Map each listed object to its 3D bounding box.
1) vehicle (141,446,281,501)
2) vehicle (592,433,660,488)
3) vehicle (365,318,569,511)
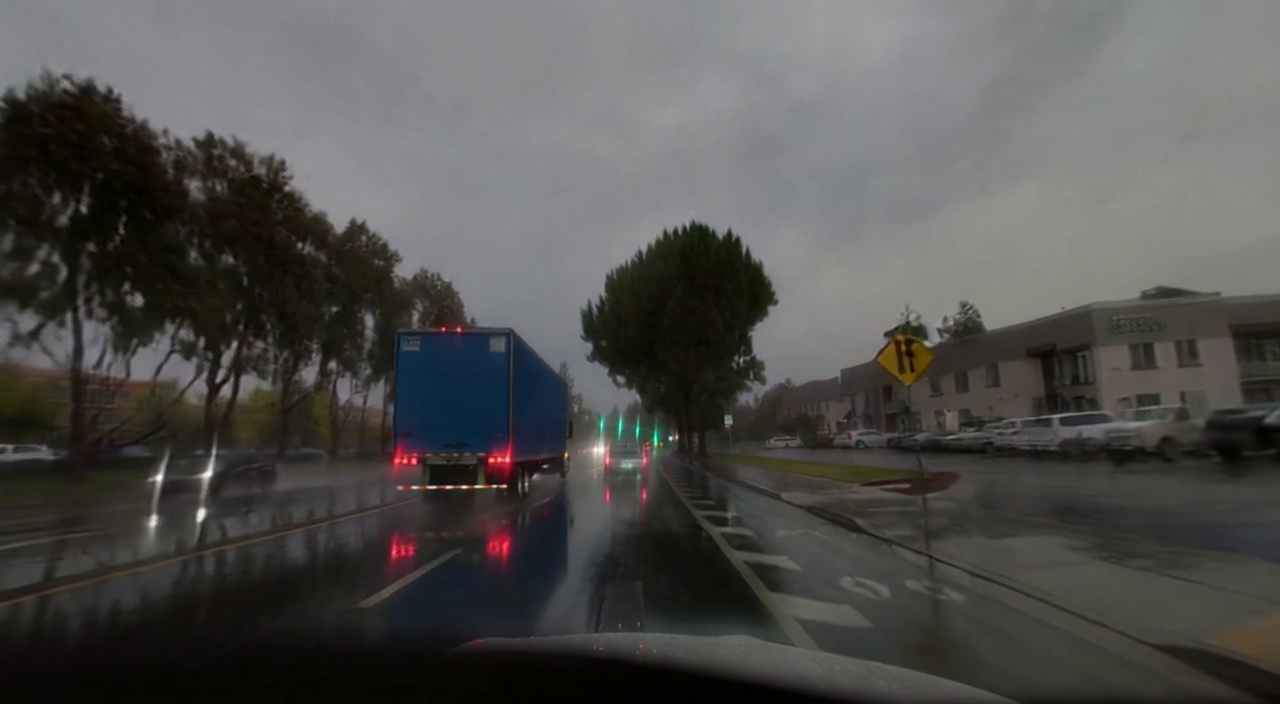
[{"bbox_3d":[-15.526,4.363,23.244,1.987,1.711,4.578,-3,-8,0],"label":"vehicle"},{"bbox_3d":[-0.466,3.628,21.423,2.094,1.682,3.866,0,-9,-1],"label":"vehicle"},{"bbox_3d":[-4.061,2.002,18.024,2.996,3.902,10.410,0,-8,-1],"label":"vehicle"}]
